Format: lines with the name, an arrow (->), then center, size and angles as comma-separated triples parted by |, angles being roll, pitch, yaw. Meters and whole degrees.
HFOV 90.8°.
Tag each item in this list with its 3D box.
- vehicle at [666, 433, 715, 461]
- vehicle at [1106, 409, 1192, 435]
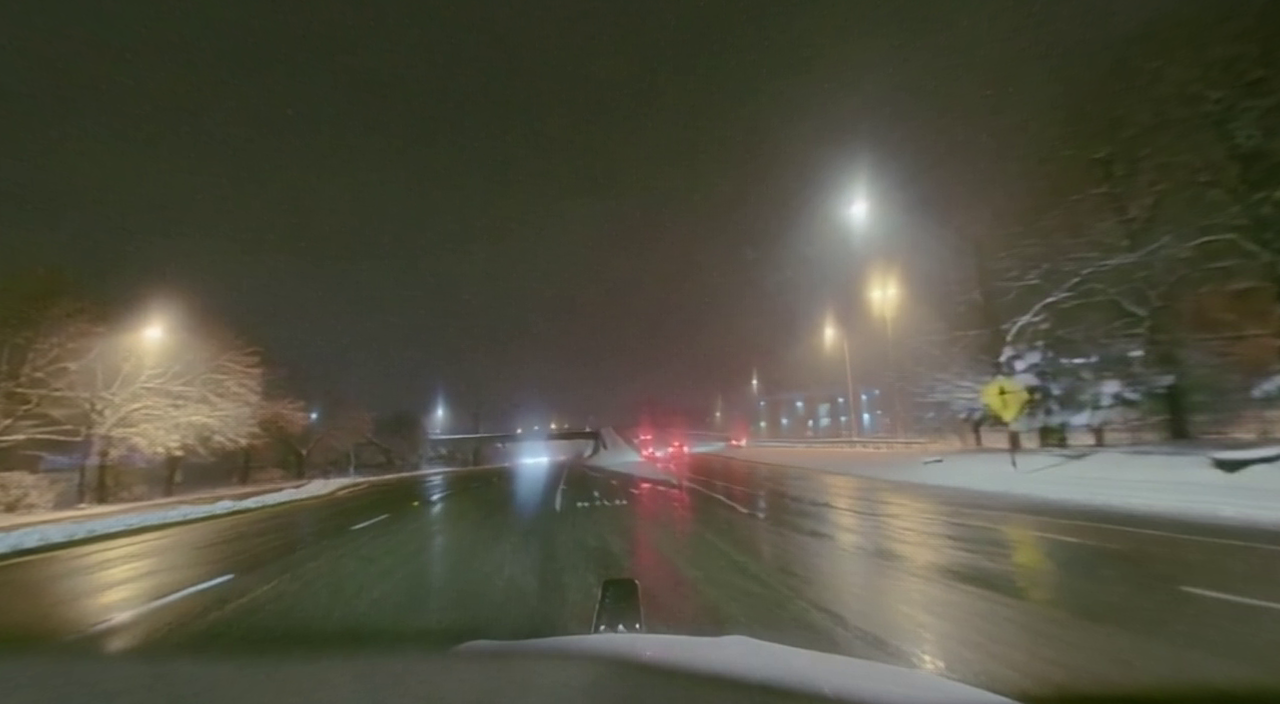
vehicle -> 2.873, 5.574, 37.072 | 2.048, 1.516, 3.874 | 1, -8, -8
vehicle -> 37.494, 5.168, 46.595 | 4.685, 1.869, 2.045 | 0, -8, -4
